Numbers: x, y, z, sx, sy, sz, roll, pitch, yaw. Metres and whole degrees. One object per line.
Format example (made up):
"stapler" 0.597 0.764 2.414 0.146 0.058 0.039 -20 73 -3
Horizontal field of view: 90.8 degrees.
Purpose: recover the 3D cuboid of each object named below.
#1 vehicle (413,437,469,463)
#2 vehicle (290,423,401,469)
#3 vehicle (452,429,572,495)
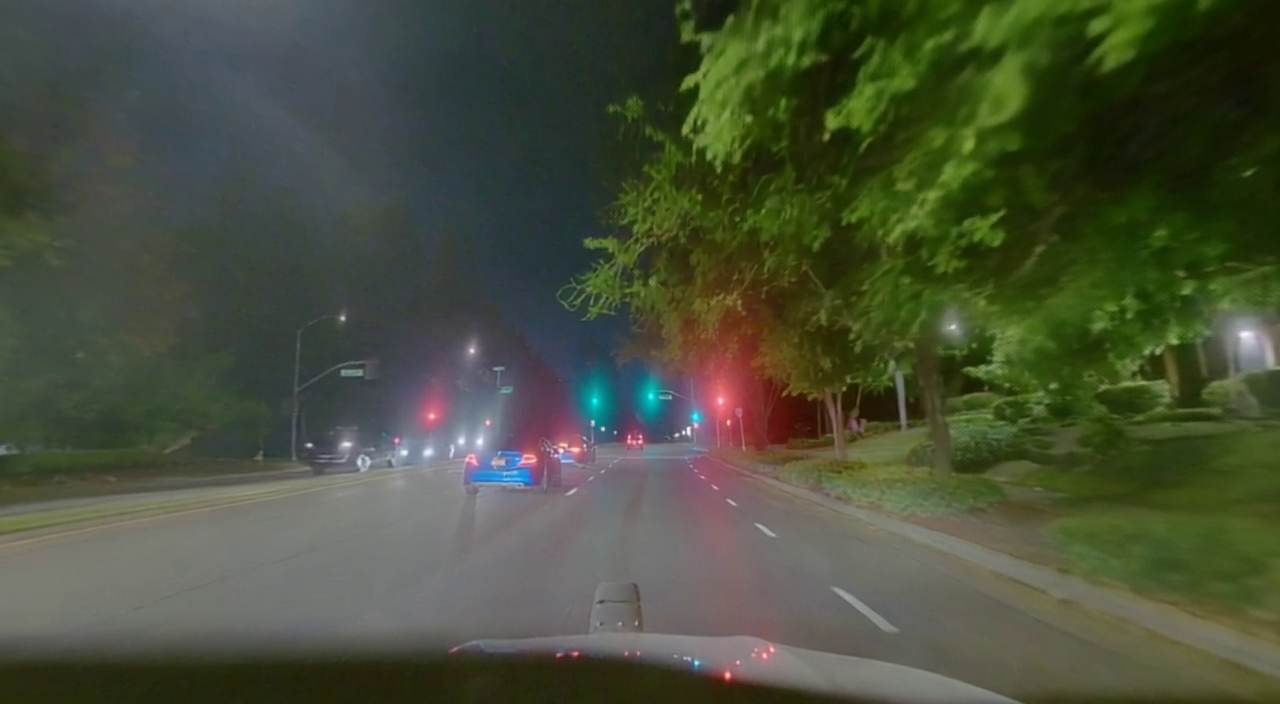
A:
"vehicle" -12.158 5.996 38.865 1.966 1.496 4.470 0 -8 1
"vehicle" -16.000 5.199 34.970 2.734 2.261 6.993 0 -8 1
"vehicle" -3.188 2.856 16.819 2.038 1.486 4.678 0 -8 2
